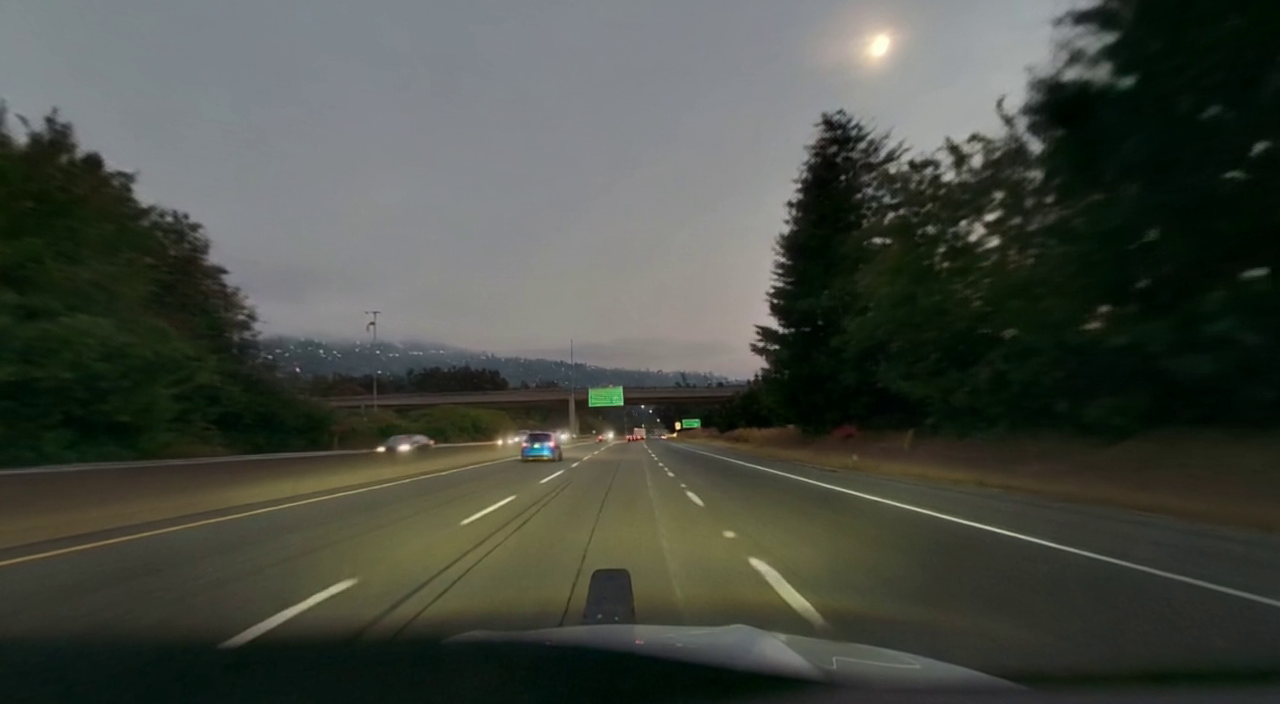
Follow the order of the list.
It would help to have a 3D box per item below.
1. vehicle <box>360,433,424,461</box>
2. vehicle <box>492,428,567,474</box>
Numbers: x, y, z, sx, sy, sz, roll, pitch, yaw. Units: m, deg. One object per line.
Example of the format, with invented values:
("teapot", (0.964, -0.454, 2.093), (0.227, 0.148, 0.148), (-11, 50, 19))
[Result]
("vehicle", (-13.818, 5.290, 35.383), (1.898, 1.445, 4.372), (0, -8, -2))
("vehicle", (-4.185, 3.807, 24.645), (2.086, 1.624, 4.607), (0, -8, 0))
